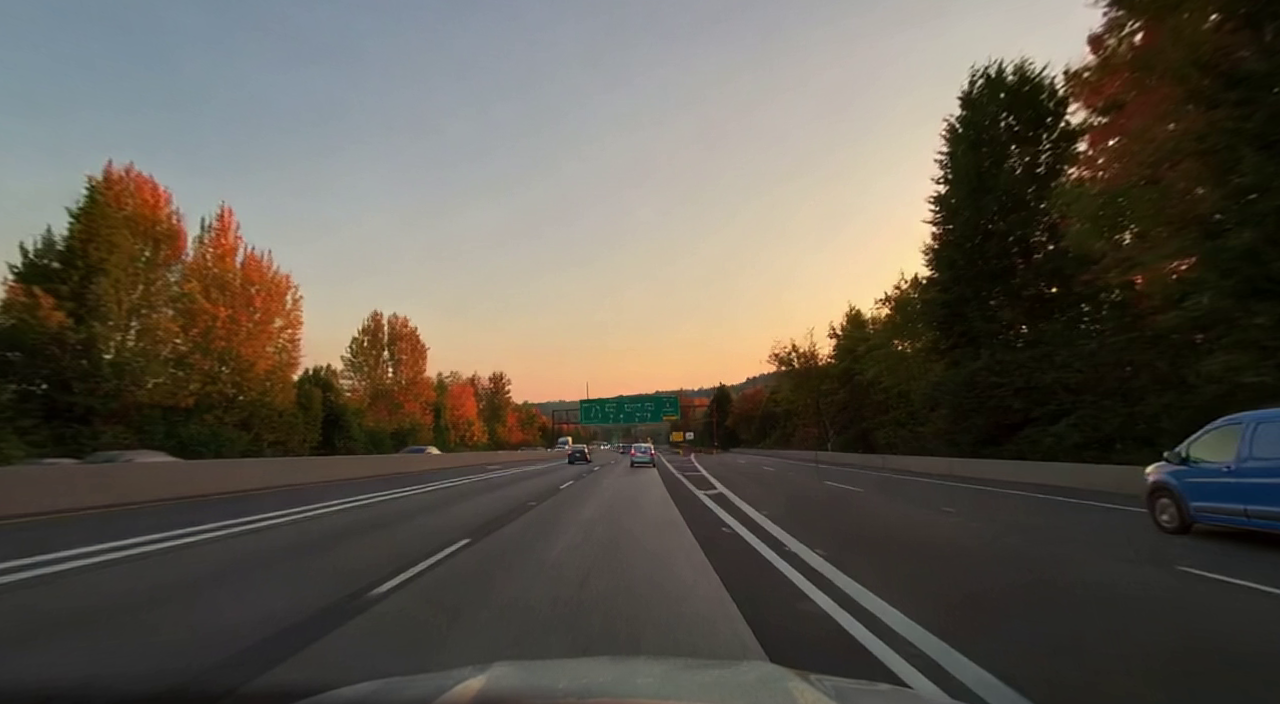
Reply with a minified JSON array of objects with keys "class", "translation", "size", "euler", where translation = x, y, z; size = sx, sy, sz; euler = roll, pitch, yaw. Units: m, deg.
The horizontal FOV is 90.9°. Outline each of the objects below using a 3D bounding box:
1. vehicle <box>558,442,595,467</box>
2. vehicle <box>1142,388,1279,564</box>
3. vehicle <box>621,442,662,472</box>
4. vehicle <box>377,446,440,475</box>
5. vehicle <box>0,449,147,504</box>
[{"class":"vehicle","translation":[-3.906,6.379,39.319],"size":[1.877,1.504,3.799],"euler":[0,-9,1]},{"class":"vehicle","translation":[7.855,1.255,6.284],"size":[2.056,1.855,4.419],"euler":[0,-9,1]},{"class":"vehicle","translation":[0.028,5.397,32.498],"size":[2.002,1.449,3.612],"euler":[0,-9,-1]},{"class":"vehicle","translation":[-13.309,6.250,36.535],"size":[1.970,1.518,4.342],"euler":[0,-9,1]},{"class":"vehicle","translation":[-16.888,3.584,18.519],"size":[1.797,1.444,3.697],"euler":[0,-9,-1]}]
